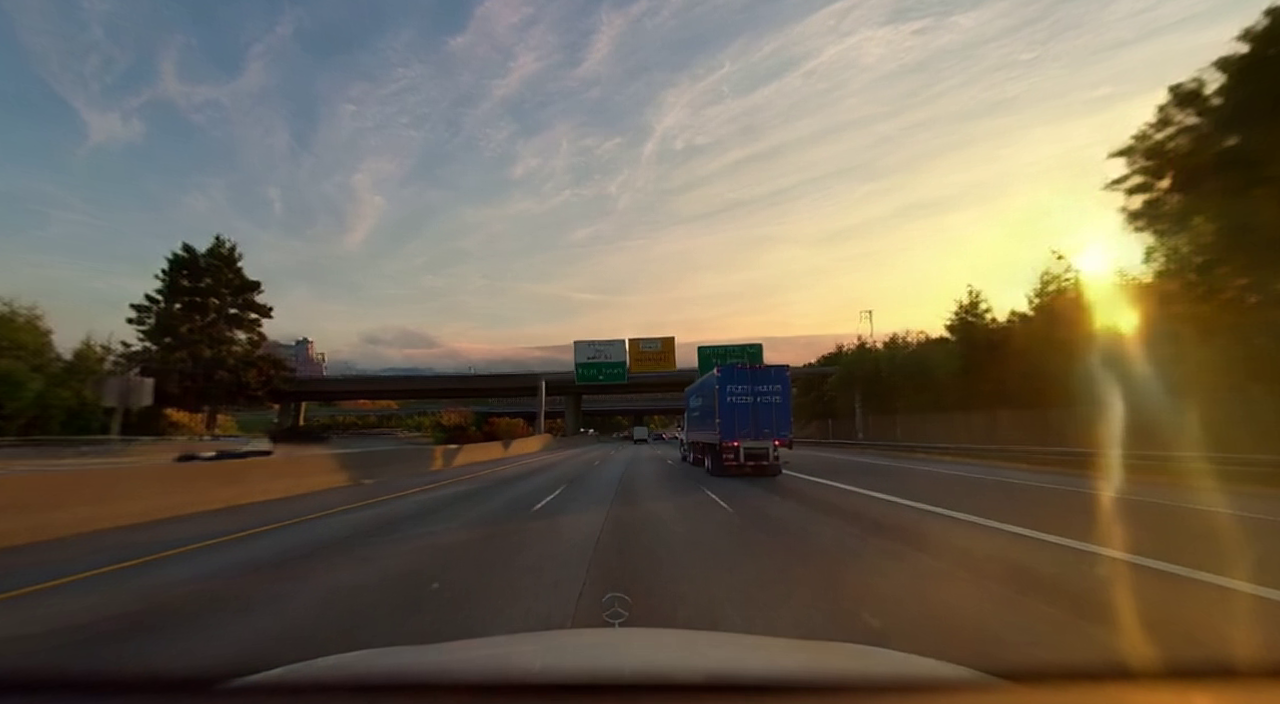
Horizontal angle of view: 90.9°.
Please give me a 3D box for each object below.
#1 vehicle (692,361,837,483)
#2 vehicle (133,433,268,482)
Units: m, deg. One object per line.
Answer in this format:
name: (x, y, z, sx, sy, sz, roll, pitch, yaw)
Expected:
vehicle: (3.924, 2.658, 23.128, 2.849, 3.391, 11.018, 0, -8, -1)
vehicle: (-16.450, 3.928, 23.930, 1.953, 1.661, 4.341, 0, -8, 1)
